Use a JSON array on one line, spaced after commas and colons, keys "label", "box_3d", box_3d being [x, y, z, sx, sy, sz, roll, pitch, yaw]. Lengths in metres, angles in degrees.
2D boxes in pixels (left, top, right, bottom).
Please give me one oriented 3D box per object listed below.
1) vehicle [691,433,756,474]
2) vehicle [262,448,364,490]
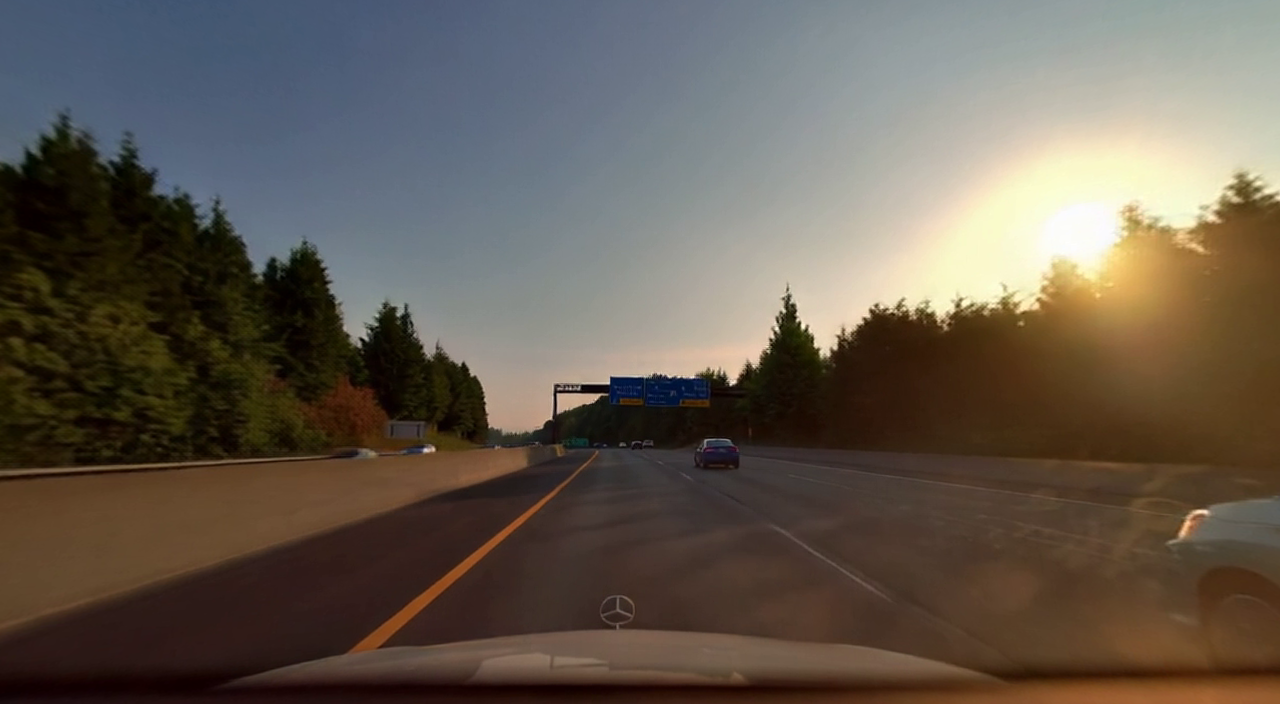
[{"label": "vehicle", "box_3d": [3.376, 4.197, 26.374, 1.958, 1.526, 4.227, 1, -8, -3]}, {"label": "vehicle", "box_3d": [-13.403, 4.778, 26.170, 1.924, 1.488, 4.511, 0, -8, -2]}]
